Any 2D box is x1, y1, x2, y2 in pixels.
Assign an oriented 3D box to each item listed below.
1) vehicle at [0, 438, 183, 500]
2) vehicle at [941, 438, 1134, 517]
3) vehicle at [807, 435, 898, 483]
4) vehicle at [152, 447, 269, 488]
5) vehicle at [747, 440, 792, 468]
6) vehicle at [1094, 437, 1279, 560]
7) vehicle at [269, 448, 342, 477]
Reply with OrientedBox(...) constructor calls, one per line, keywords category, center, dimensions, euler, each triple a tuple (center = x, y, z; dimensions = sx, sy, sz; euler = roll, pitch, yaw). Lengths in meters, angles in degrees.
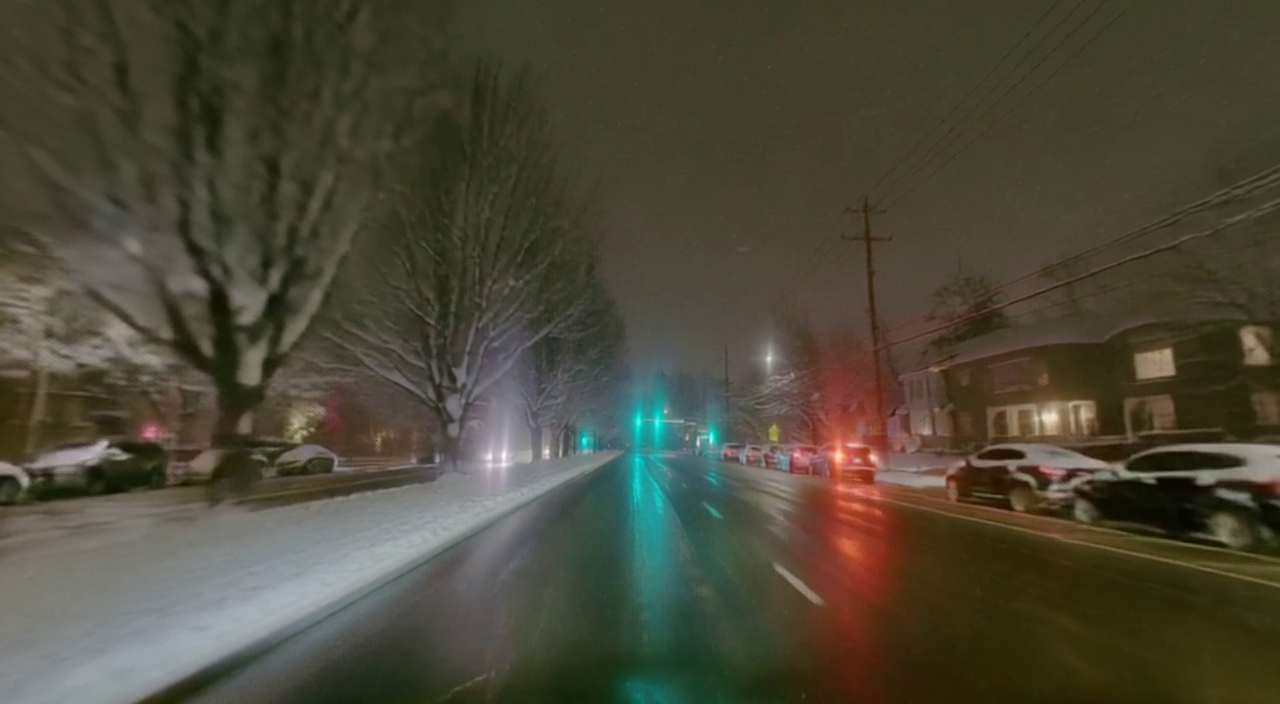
OrientedBox(category="vehicle", center=(-18.462, 3.919, 21.644), dimensions=(1.992, 1.845, 4.935), euler=(0, -8, -1))
OrientedBox(category="vehicle", center=(9.673, 3.049, 15.916), dimensions=(1.949, 1.698, 4.351), euler=(0, -8, -1))
OrientedBox(category="vehicle", center=(9.714, 4.938, 29.550), dimensions=(2.209, 1.982, 5.787), euler=(0, -8, 0))
OrientedBox(category="vehicle", center=(-18.556, 4.979, 27.625), dimensions=(1.876, 1.502, 4.696), euler=(-2, -7, 0))
OrientedBox(category="vehicle", center=(9.658, 7.634, 47.539), dimensions=(2.176, 1.893, 5.744), euler=(2, -8, 0))
OrientedBox(category="vehicle", center=(9.753, 2.195, 9.893), dimensions=(1.885, 1.685, 4.430), euler=(0, -8, -1))
OrientedBox(category="vehicle", center=(-18.557, 6.130, 35.279), dimensions=(1.732, 1.460, 3.932), euler=(-1, -8, 4))
